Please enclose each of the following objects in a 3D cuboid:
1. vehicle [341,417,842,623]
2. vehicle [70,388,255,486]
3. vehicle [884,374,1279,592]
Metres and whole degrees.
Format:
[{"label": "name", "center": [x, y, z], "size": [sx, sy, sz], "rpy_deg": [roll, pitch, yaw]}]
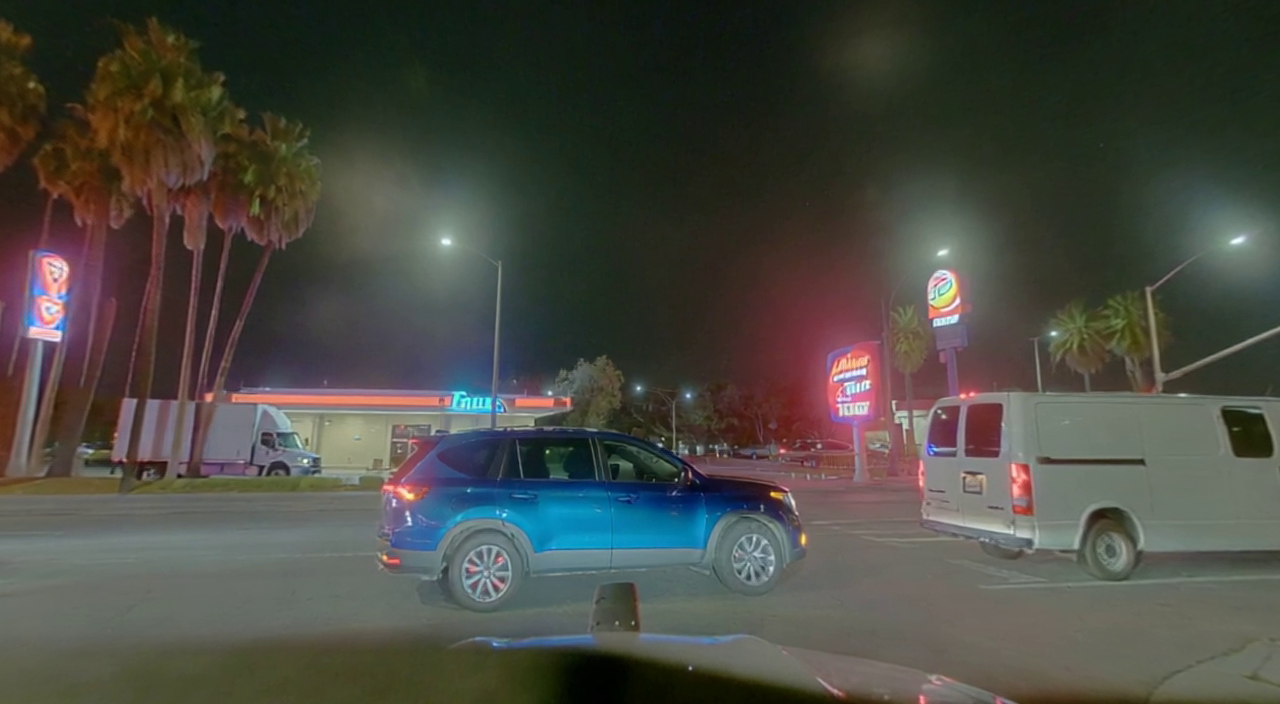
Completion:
[{"label": "vehicle", "center": [-0.465, 1.637, 6.830], "size": [4.493, 1.728, 2.137], "rpy_deg": [1, -9, -9]}, {"label": "vehicle", "center": [-21.643, 4.017, 29.439], "size": [3.034, 3.929, 7.699], "rpy_deg": [1, -9, -6]}, {"label": "vehicle", "center": [6.691, 1.548, 8.019], "size": [6.246, 2.202, 2.277], "rpy_deg": [1, -9, -7]}]
